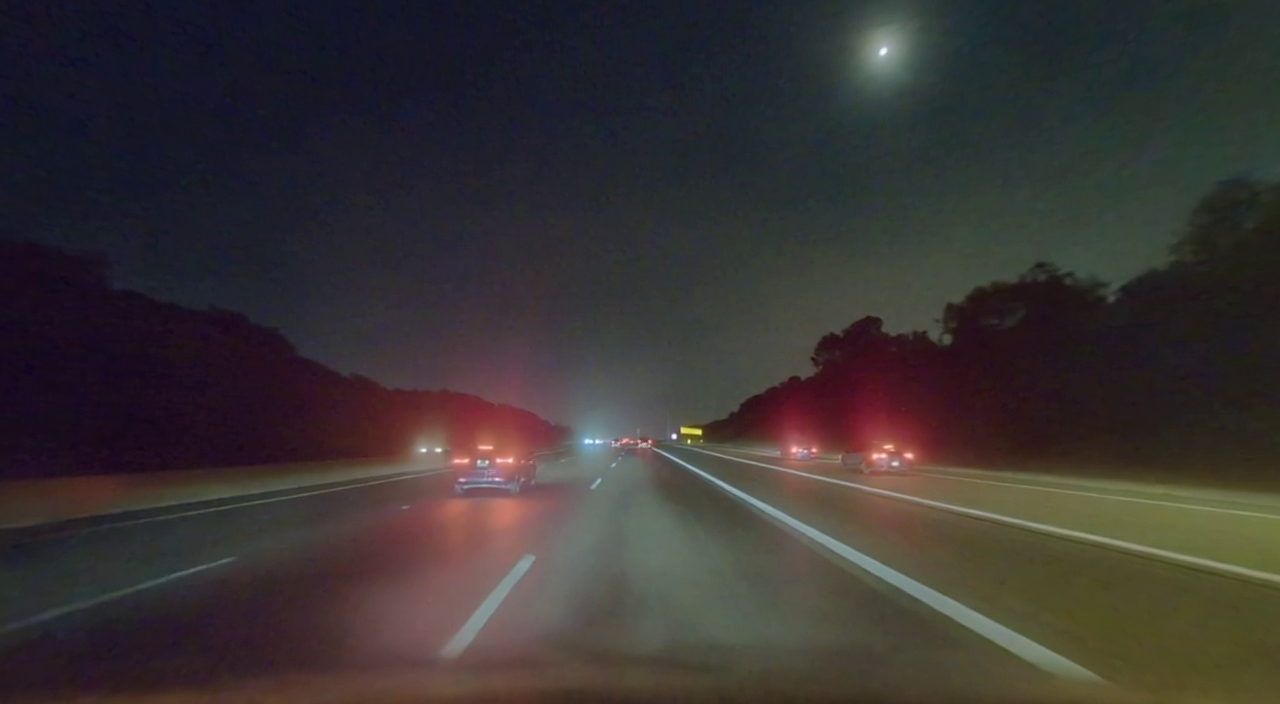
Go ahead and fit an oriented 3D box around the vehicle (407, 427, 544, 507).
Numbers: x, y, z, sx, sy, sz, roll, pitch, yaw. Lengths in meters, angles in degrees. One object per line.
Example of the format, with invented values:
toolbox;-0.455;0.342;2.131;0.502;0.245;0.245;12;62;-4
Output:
vehicle;-3.634;2.597;14.800;2.039;1.589;4.324;0;-8;0
